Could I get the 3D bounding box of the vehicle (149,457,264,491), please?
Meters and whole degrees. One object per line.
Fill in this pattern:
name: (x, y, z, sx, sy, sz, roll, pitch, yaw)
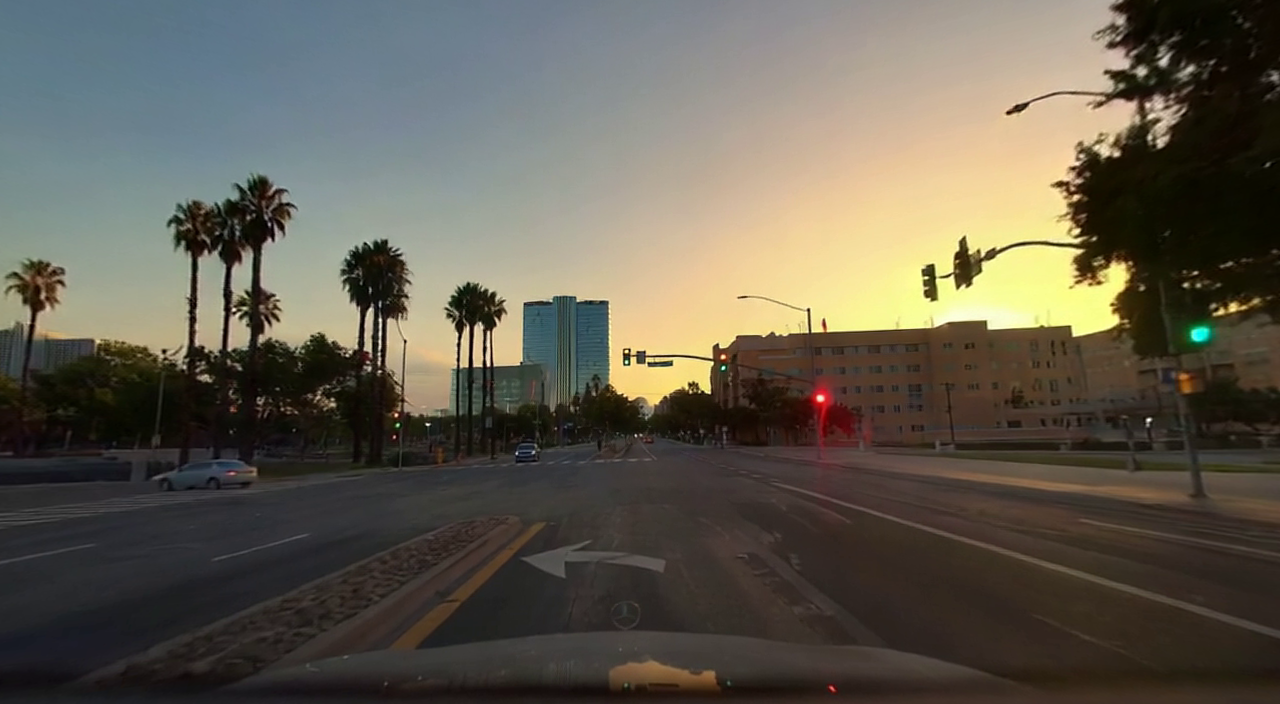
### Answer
vehicle: (-20.785, 5.822, 30.347, 4.386, 1.481, 2.037, -2, -9, 13)
